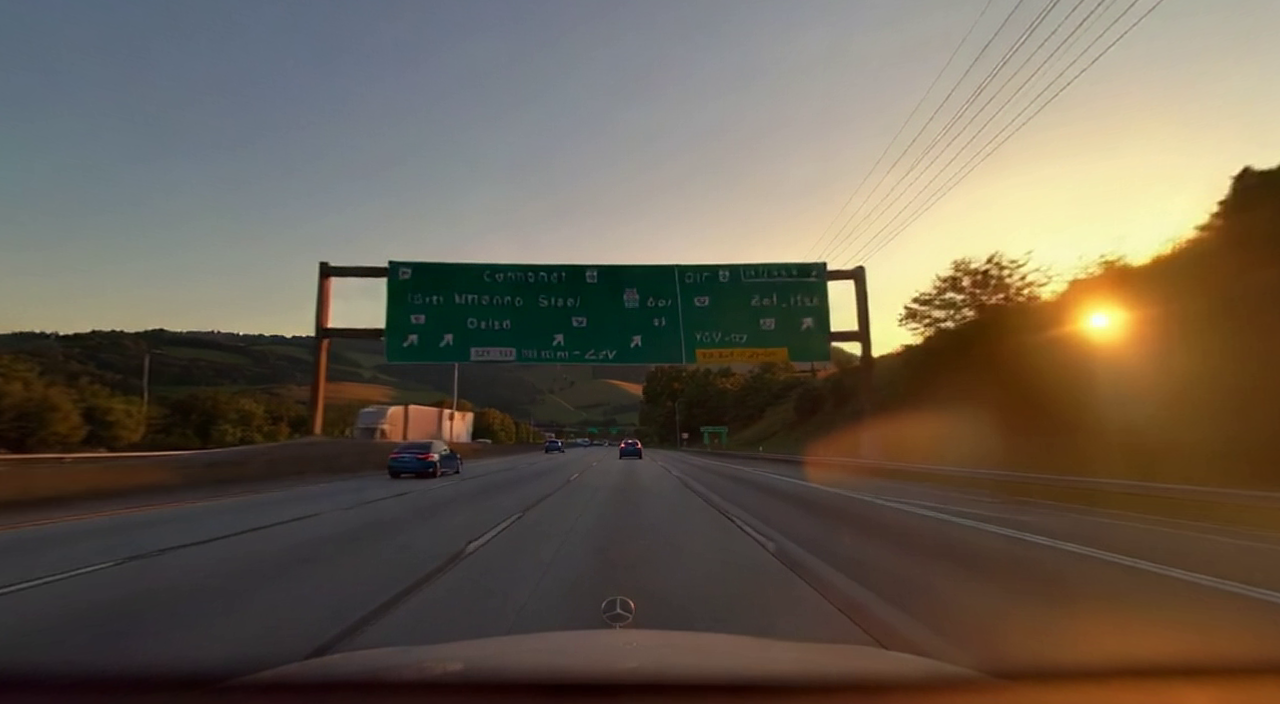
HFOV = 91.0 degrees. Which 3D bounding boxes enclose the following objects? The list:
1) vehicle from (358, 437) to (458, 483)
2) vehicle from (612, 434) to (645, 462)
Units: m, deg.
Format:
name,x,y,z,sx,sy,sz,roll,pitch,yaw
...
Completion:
name,x,y,z,sx,sy,sz,roll,pitch,yaw
vehicle,-8.090,3.789,22.433,1.949,1.428,4.408,0,-8,-1
vehicle,-0.761,6.272,41.172,2.040,1.715,3.906,0,-8,-1
